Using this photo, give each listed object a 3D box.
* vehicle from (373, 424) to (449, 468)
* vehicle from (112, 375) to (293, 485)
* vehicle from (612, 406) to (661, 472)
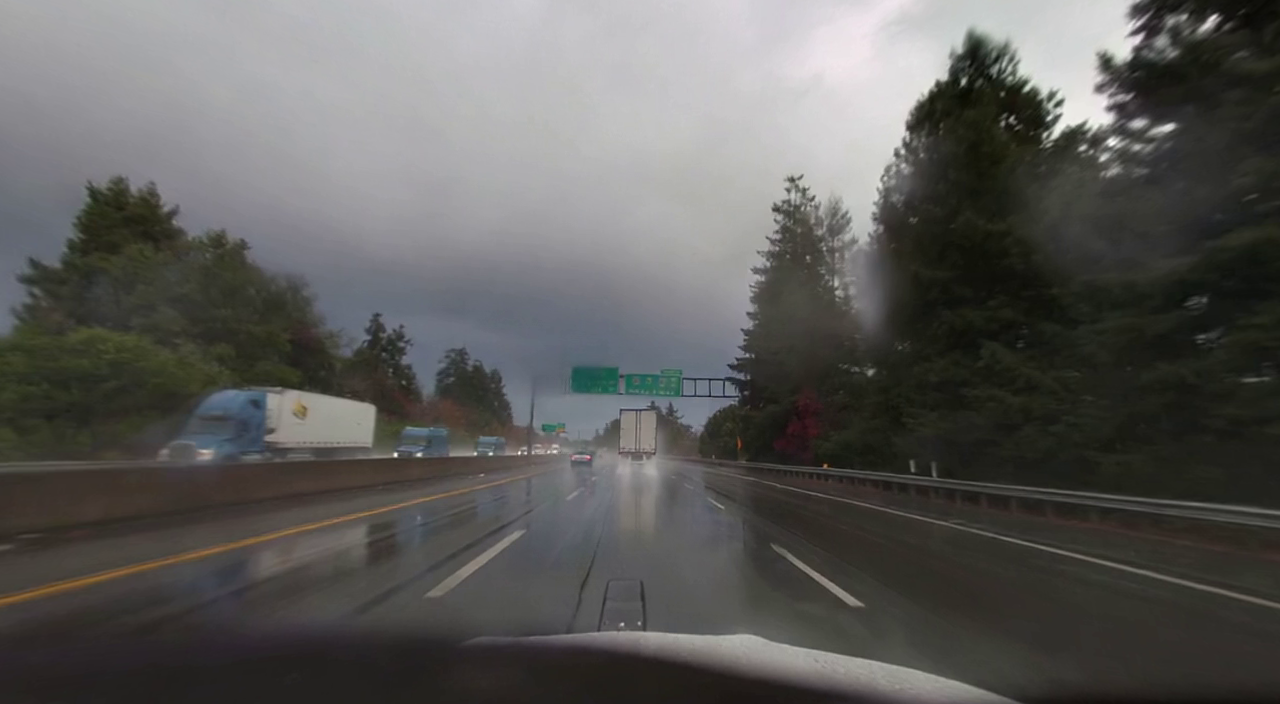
[{"bbox_3d":[-13.850,5.795,38.580,2.459,2.466,5.747,0,-9,0],"label":"vehicle"},{"bbox_3d":[-17.498,3.265,25.855,3.026,3.995,5.831,0,-9,0],"label":"vehicle"},{"bbox_3d":[-0.310,6.065,43.411,2.962,3.953,10.696,0,-9,-1],"label":"vehicle"}]
